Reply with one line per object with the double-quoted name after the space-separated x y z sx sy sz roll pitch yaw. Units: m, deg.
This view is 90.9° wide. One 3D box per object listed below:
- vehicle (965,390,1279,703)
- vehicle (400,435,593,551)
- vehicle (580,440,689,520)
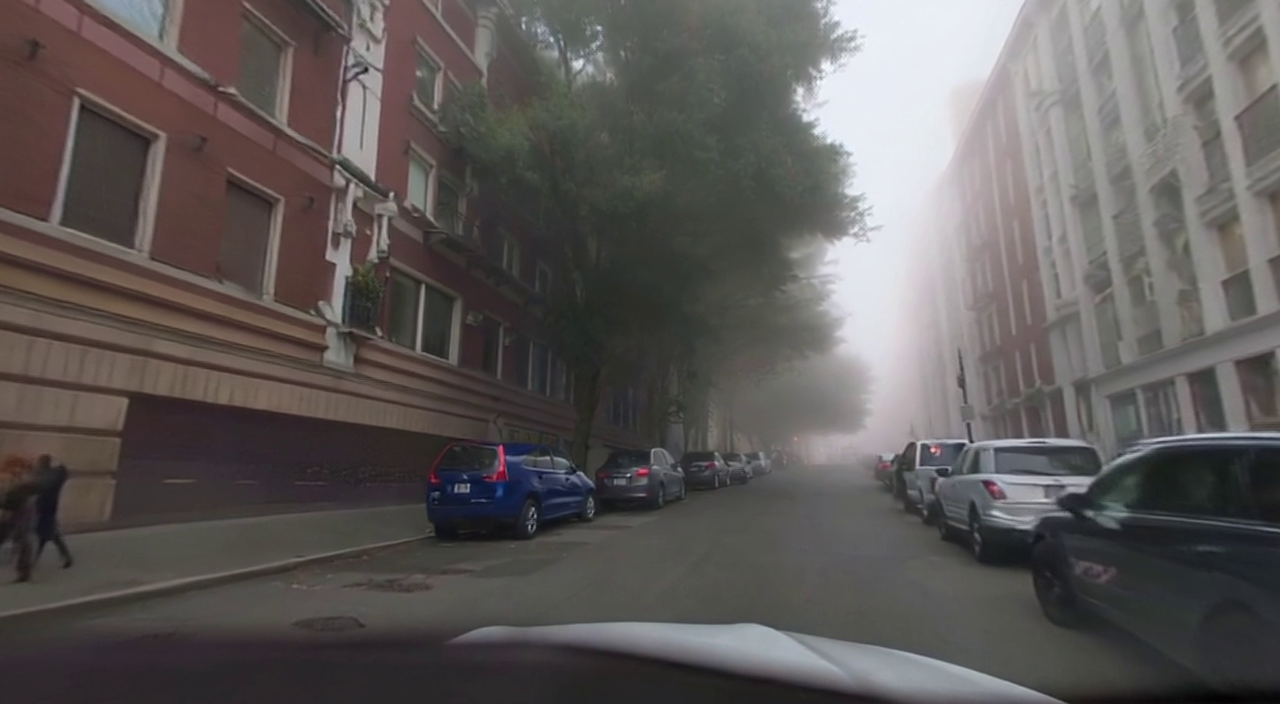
3.179 1.016 3.031 1.925 1.481 4.653 -3 -8 16 "vehicle"
-2.189 2.186 10.443 1.875 1.564 2.982 -3 -8 16 "vehicle"
0.006 3.231 16.577 1.867 1.519 3.920 -1 -4 16 "vehicle"
